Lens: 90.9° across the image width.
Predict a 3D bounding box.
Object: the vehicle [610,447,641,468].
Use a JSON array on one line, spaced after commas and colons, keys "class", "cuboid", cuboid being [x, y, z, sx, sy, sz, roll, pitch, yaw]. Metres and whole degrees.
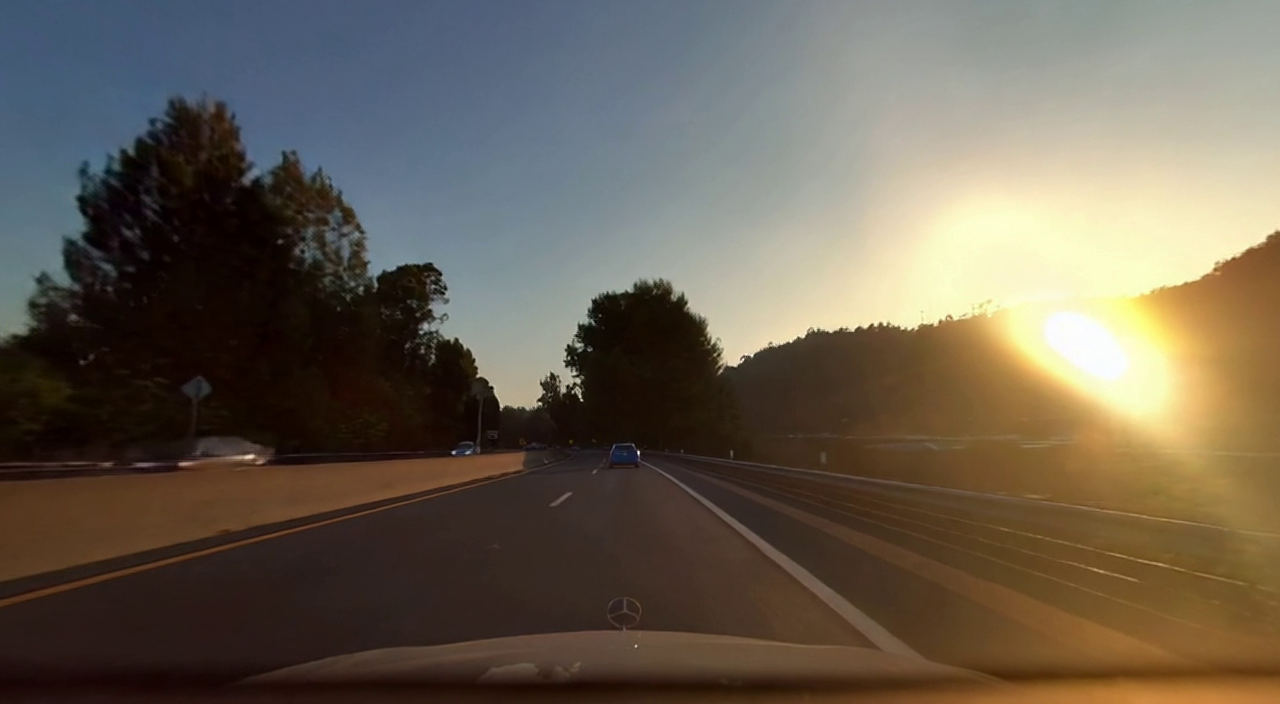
[{"class": "vehicle", "cuboid": [-1.077, 7.469, 44.839, 2.126, 1.411, 4.433, 0, -9, -2]}]
